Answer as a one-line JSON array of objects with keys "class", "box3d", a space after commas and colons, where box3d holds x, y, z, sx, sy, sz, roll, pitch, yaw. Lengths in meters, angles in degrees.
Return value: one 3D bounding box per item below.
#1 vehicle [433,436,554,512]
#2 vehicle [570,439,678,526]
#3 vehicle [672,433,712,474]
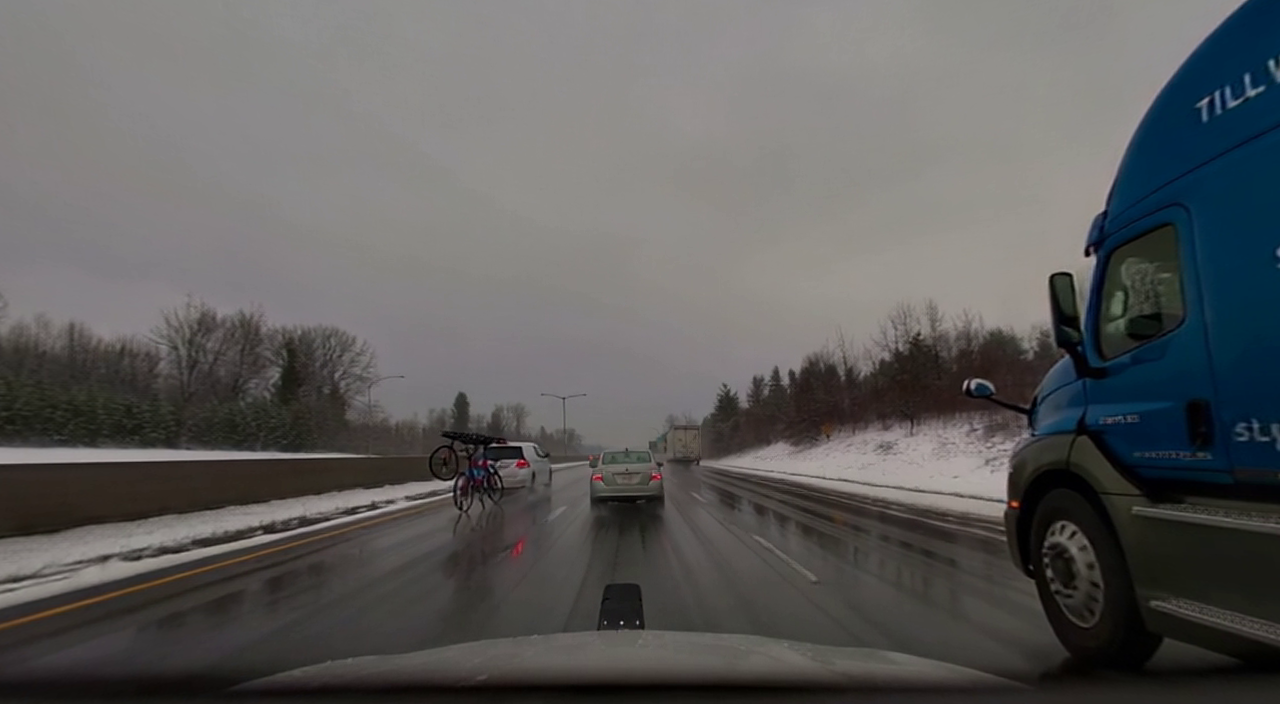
[{"class": "vehicle", "box3d": [-3.578, 3.090, 16.392, 1.985, 1.671, 4.604, 0, -9, 0]}, {"class": "vehicle", "box3d": [-0.291, 2.672, 13.348, 1.973, 1.574, 3.426, 0, -9, 0]}, {"class": "vehicle", "box3d": [3.513, 7.034, 43.745, 2.234, 2.679, 5.372, 0, -9, -1]}]
